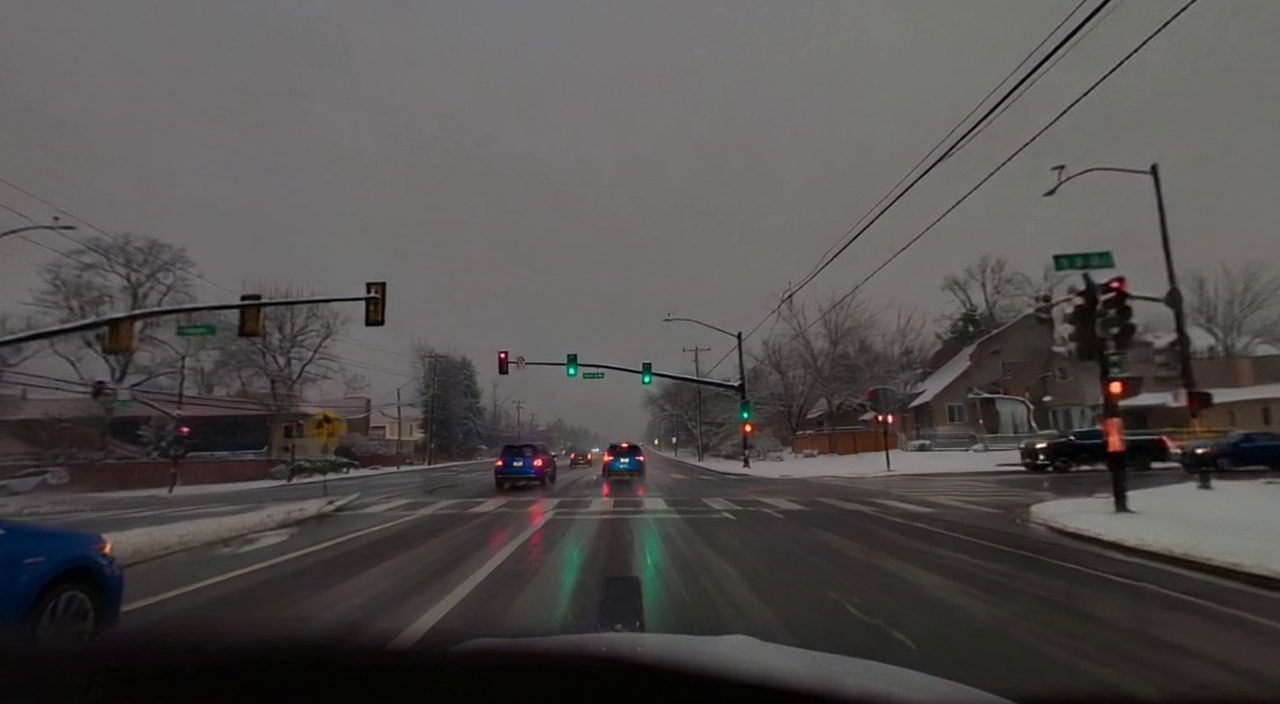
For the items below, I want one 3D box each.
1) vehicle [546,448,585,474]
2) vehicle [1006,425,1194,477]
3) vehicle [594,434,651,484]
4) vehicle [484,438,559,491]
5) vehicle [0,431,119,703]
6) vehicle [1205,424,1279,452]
[{"bbox_3d":[-4.402,6.472,37.799,1.863,1.449,4.153,0,-8,-1],"label":"vehicle"},{"bbox_3d":[18.499,4.008,25.781,5.652,1.990,2.190,-2,-9,12],"label":"vehicle"},{"bbox_3d":[-0.741,4.361,25.999,2.155,1.836,4.250,0,-9,-2],"label":"vehicle"},{"bbox_3d":[-4.103,3.960,22.560,1.899,1.685,4.121,0,-9,-1],"label":"vehicle"},{"bbox_3d":[-3.199,0.721,0.431,1.901,1.409,4.442,0,-9,0],"label":"vehicle"},{"bbox_3d":[32.659,4.648,33.909,1.754,1.414,3.590,-2,-9,12],"label":"vehicle"}]
